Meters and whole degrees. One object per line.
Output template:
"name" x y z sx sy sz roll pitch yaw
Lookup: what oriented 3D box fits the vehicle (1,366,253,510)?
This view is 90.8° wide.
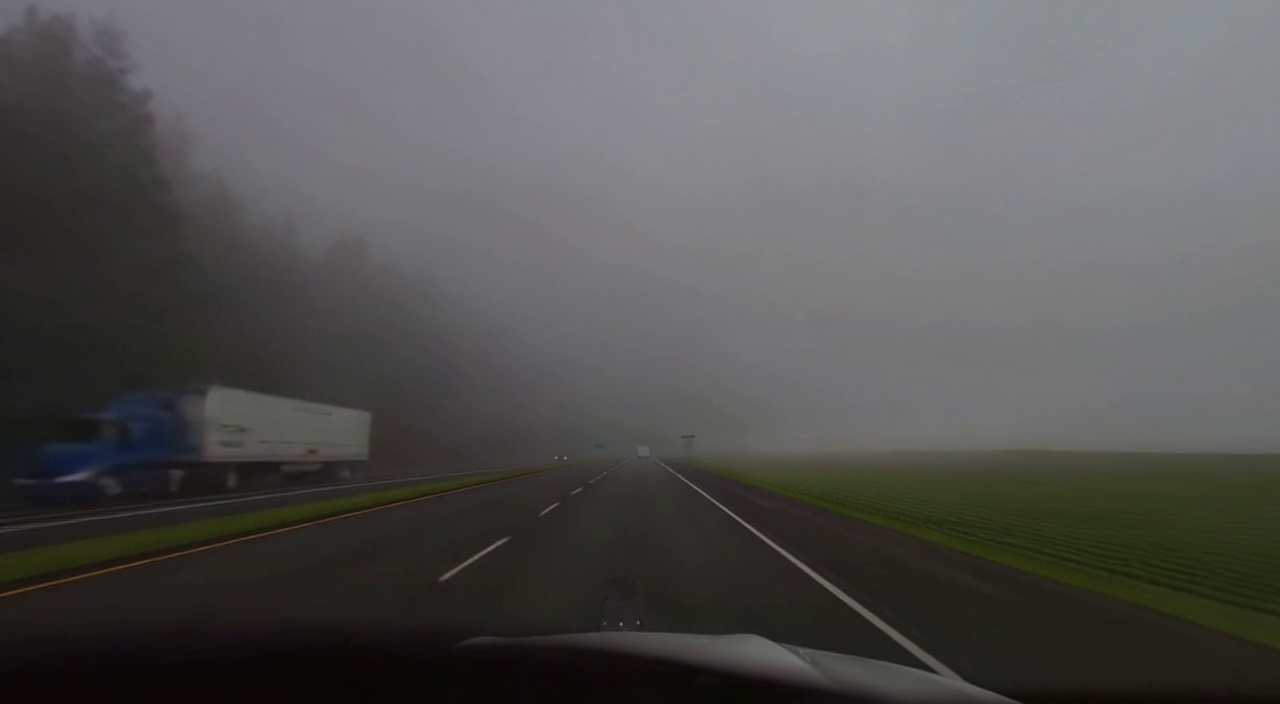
"vehicle" -15.788 2.769 20.199 2.956 3.925 5.821 0 -9 -1
